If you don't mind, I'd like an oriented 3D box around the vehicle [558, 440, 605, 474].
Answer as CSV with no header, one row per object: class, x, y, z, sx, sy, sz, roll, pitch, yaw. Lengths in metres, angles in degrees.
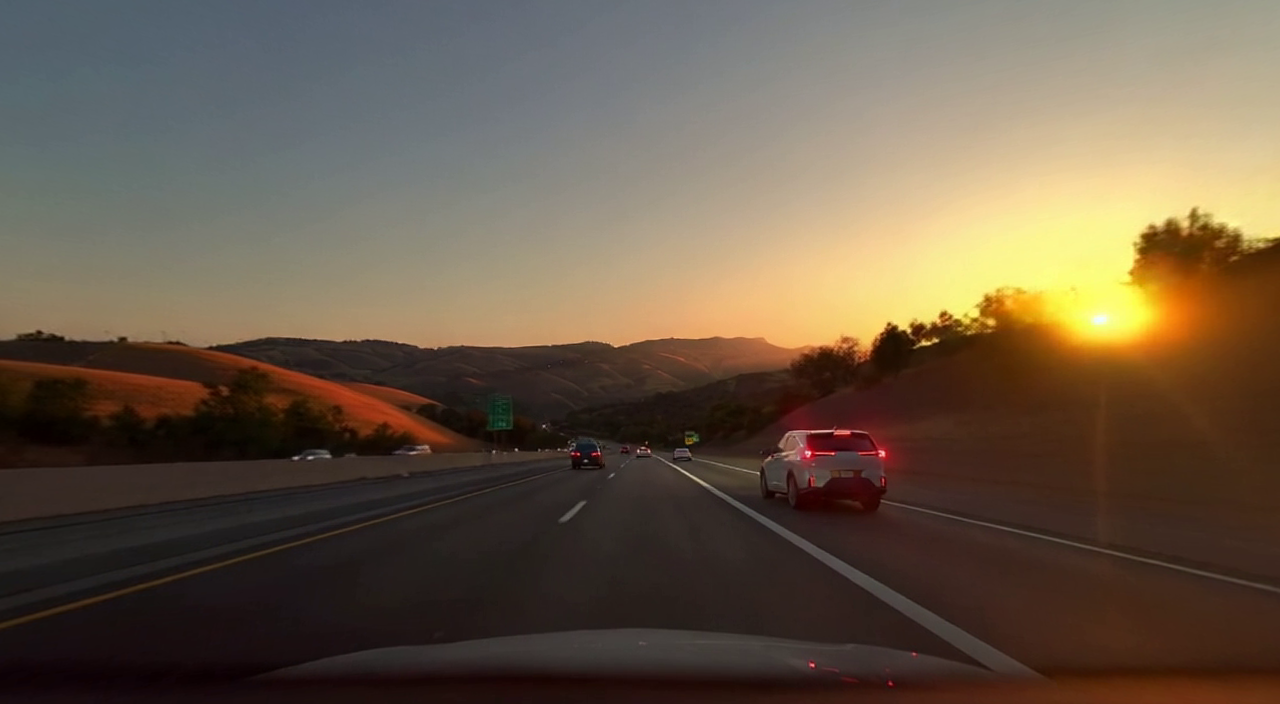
vehicle,-3.056,5.625,33.894,2.070,1.707,4.309,0,-9,1
